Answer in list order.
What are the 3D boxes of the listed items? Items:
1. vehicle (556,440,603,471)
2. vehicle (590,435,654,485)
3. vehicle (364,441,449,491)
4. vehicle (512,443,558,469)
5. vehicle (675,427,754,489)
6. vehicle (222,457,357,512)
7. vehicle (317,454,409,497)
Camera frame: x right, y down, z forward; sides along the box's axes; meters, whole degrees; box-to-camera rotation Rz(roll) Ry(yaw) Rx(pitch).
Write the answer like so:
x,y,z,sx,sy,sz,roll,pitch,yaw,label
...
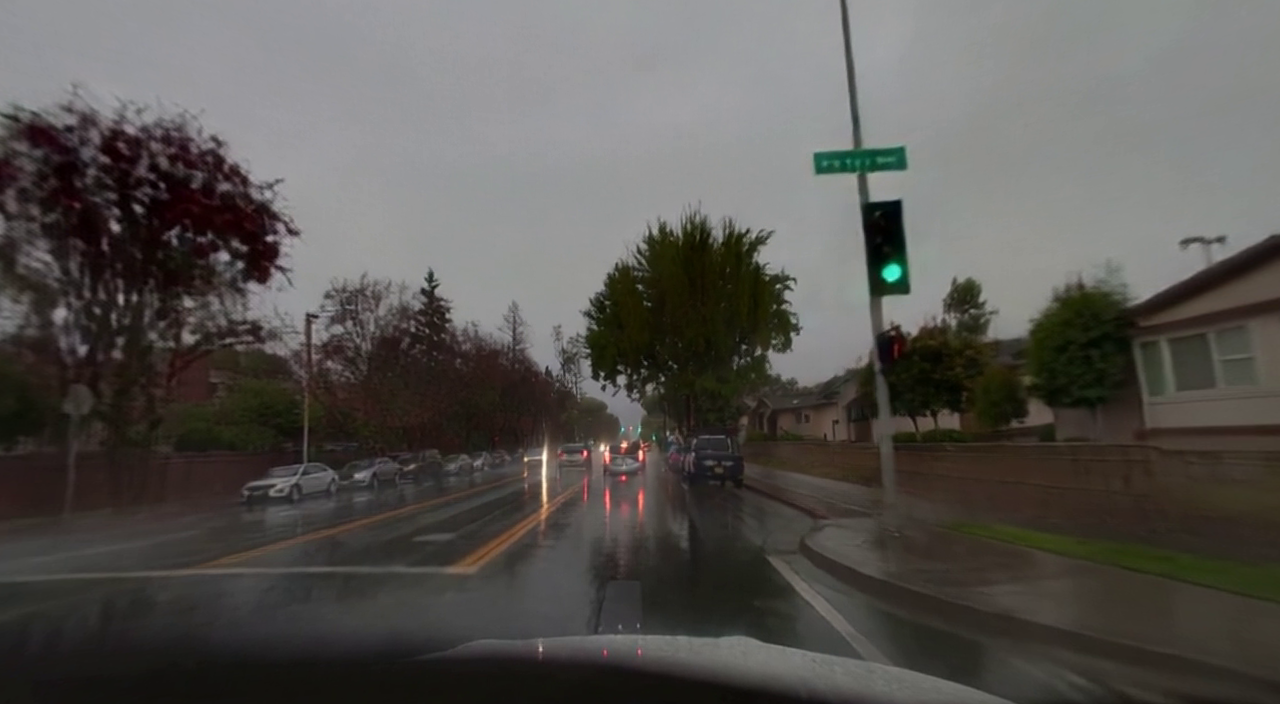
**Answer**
x,y,z,sx,sy,sz,roll,pitch,yaw,label
-3.123,5.447,33.583,2.117,1.528,4.277,0,-8,0,vehicle
-0.586,3.793,22.480,2.041,1.575,4.304,0,-8,-1,vehicle
-12.363,6.006,34.016,2.249,2.093,6.297,-8,-8,-3,vehicle
-6.560,6.555,40.034,1.998,1.518,4.817,0,-8,1,vehicle
2.450,3.638,21.988,2.119,1.884,4.567,0,-8,-1,vehicle
-12.478,4.705,22.988,2.050,1.518,5.115,-4,-8,-1,vehicle
-12.191,5.413,28.142,2.047,1.497,4.949,-5,-8,-2,vehicle
